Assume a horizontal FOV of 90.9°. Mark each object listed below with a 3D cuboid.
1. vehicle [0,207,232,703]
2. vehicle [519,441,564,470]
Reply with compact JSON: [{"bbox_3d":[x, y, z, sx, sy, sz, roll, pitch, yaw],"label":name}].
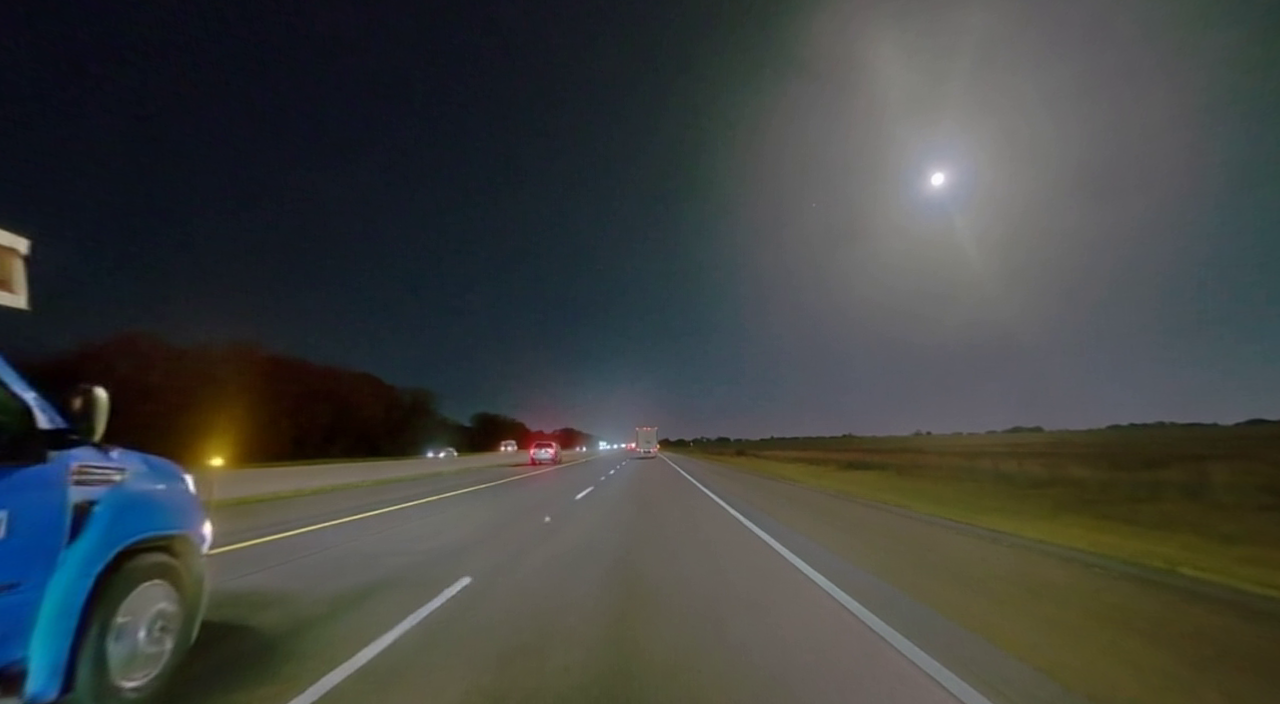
[{"bbox_3d":[-3.814,0.316,0.215,2.791,2.330,6.725,0,-9,0],"label":"vehicle"},{"bbox_3d":[-6.784,7.149,43.913,2.193,1.866,4.807,0,-9,2],"label":"vehicle"}]
